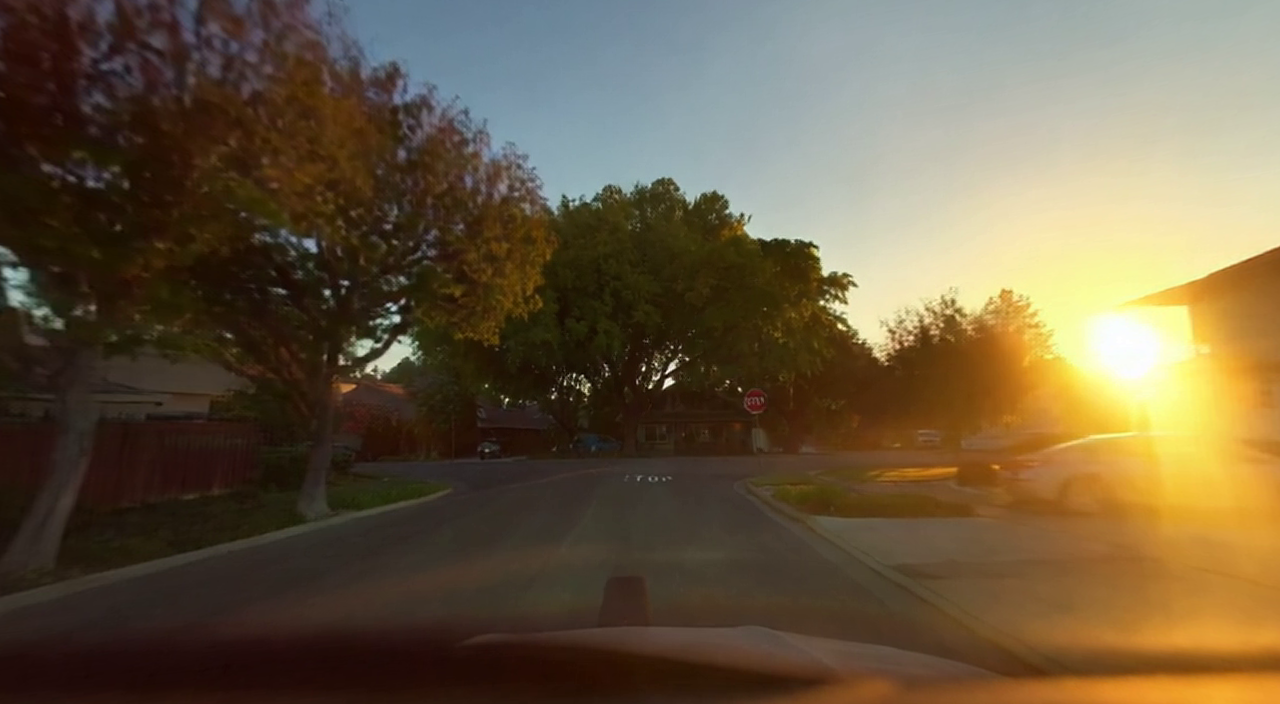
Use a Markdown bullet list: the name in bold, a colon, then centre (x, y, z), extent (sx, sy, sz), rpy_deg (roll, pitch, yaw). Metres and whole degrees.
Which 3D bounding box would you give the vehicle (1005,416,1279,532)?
- **vehicle**: centre (8.145, 1.755, 9.424), extent (4.477, 1.506, 1.834), rpy_deg (-4, -9, 27)

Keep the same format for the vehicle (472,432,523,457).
- **vehicle**: centre (-10.207, 6.658, 45.544), extent (1.883, 1.732, 4.038), rpy_deg (-2, -8, 15)
